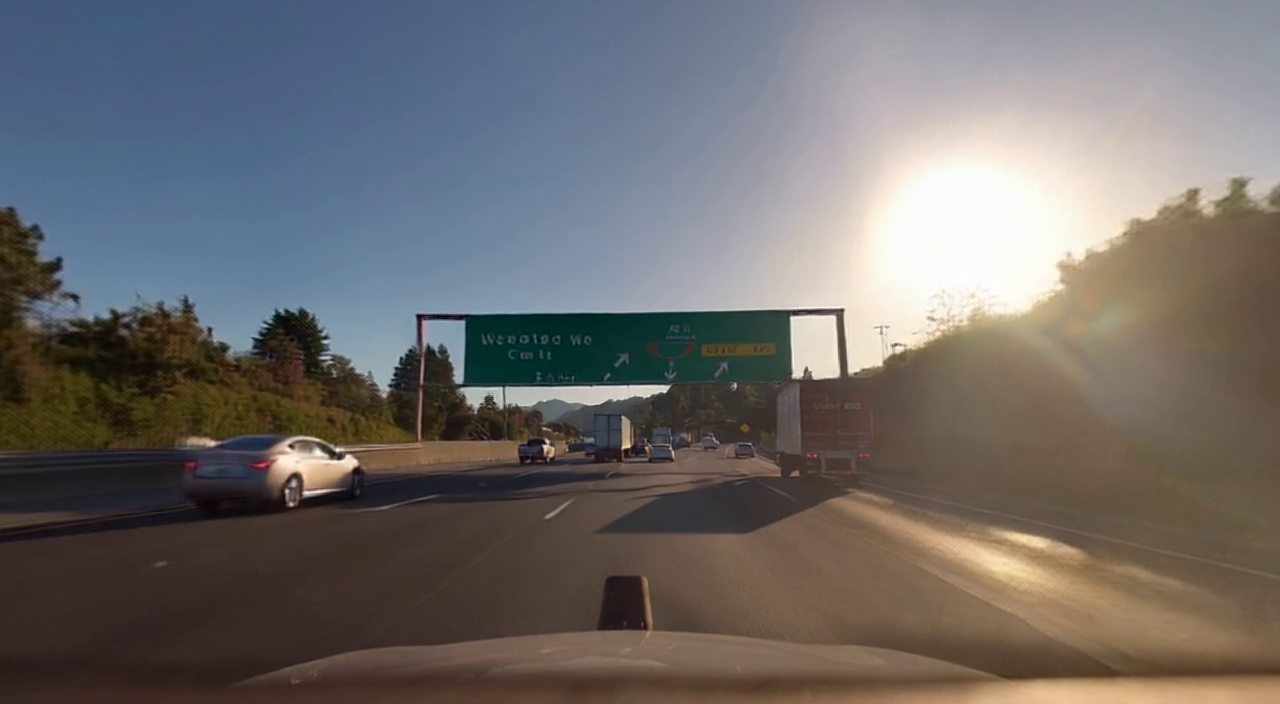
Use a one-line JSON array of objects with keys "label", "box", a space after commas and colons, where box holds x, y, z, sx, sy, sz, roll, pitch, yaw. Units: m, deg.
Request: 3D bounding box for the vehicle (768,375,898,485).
[{"label": "vehicle", "box": [6.901, 3.035, 23.953, 2.895, 3.484, 7.631, -1, -9, 4]}]

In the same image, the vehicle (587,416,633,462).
[{"label": "vehicle", "box": [-2.126, 6.668, 47.953, 2.745, 3.156, 7.608, 0, -8, 3]}]

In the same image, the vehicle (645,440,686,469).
[{"label": "vehicle", "box": [1.345, 5.551, 34.336, 2.105, 1.502, 4.068, 0, -8, 1]}]

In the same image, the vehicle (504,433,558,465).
[{"label": "vehicle", "box": [-6.763, 6.097, 39.744, 2.272, 1.850, 5.156, 0, -8, 2]}]

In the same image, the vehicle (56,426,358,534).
[{"label": "vehicle", "box": [-7.079, 2.128, 11.119, 1.950, 1.485, 4.589, 0, -8, 2]}]
